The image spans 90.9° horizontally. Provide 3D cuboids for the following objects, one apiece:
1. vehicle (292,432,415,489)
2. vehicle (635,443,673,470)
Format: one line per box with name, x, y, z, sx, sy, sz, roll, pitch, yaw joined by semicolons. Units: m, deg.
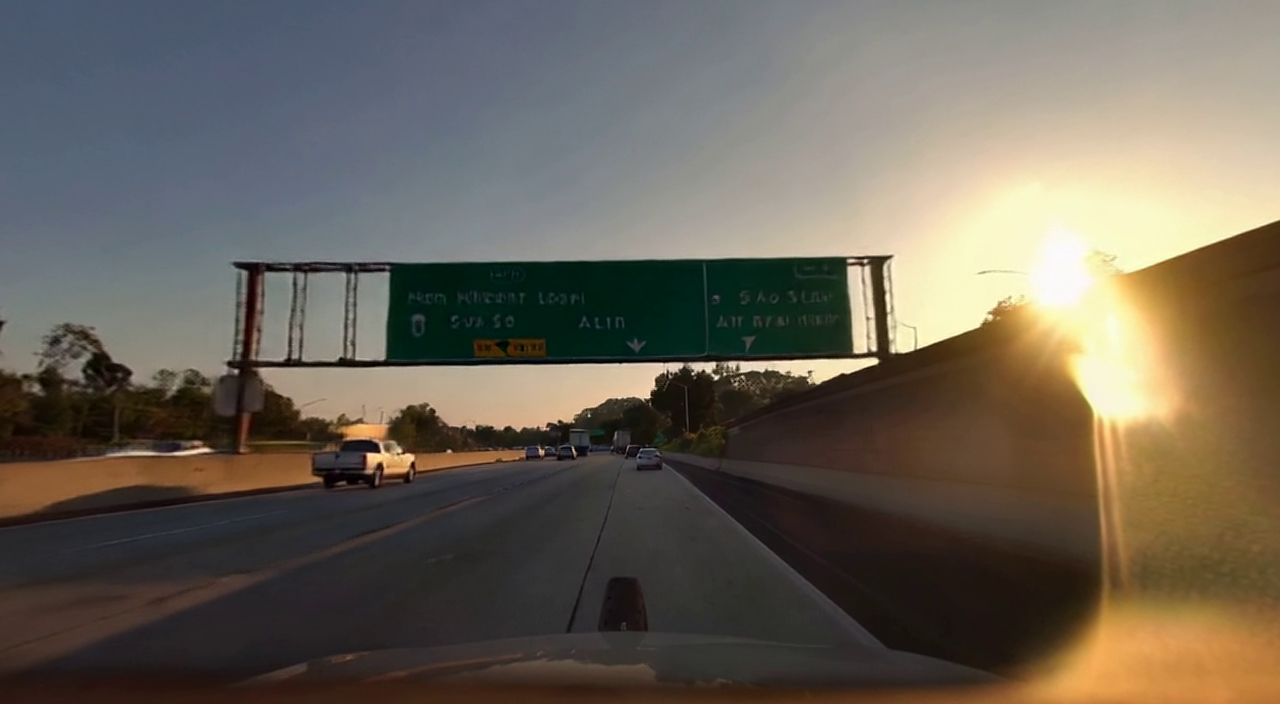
vehicle;-10.158;3.878;22.899;2.246;1.812;4.740;0;-8;-1
vehicle;0.796;6.245;37.853;2.137;1.461;3.999;-1;-8;1
